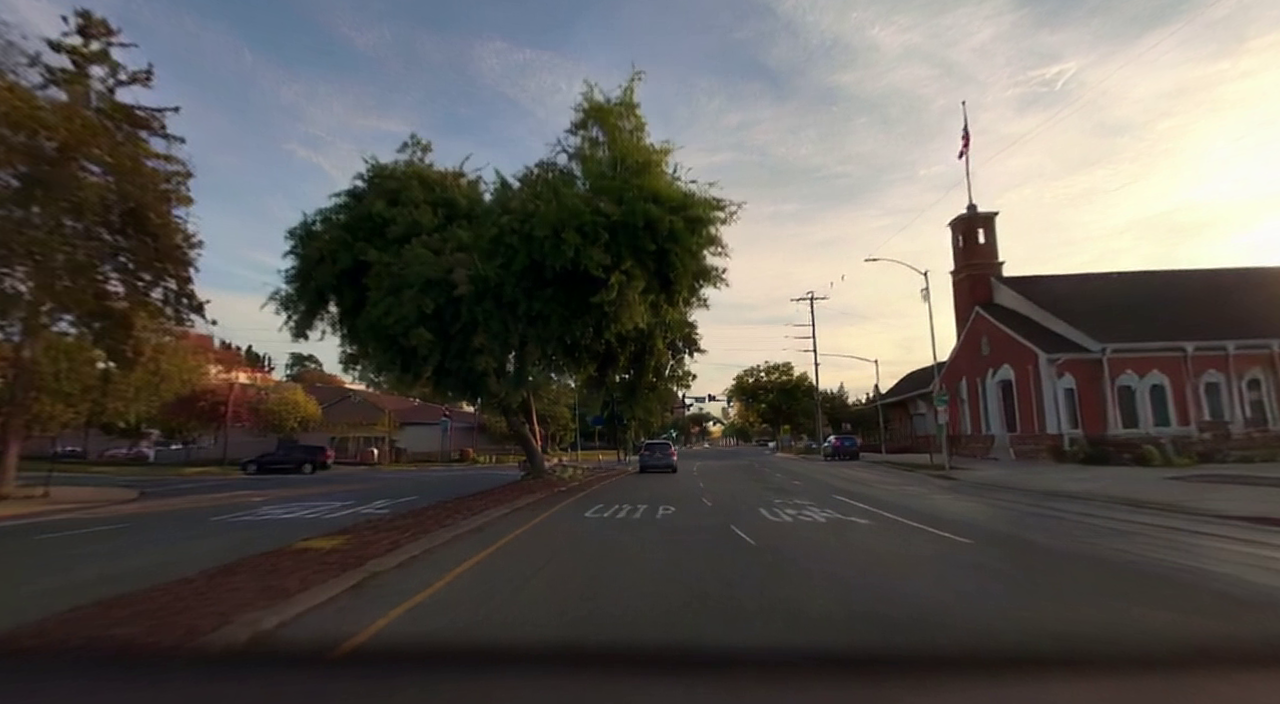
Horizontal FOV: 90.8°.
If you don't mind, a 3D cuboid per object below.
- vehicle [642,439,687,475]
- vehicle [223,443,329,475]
[{"bbox_3d":[1.247,5.036,30.490,2.032,1.621,4.082,-1,-8,4],"label":"vehicle"},{"bbox_3d":[-18.331,5.374,31.935,4.430,1.493,2.210,5,-10,-31],"label":"vehicle"}]
